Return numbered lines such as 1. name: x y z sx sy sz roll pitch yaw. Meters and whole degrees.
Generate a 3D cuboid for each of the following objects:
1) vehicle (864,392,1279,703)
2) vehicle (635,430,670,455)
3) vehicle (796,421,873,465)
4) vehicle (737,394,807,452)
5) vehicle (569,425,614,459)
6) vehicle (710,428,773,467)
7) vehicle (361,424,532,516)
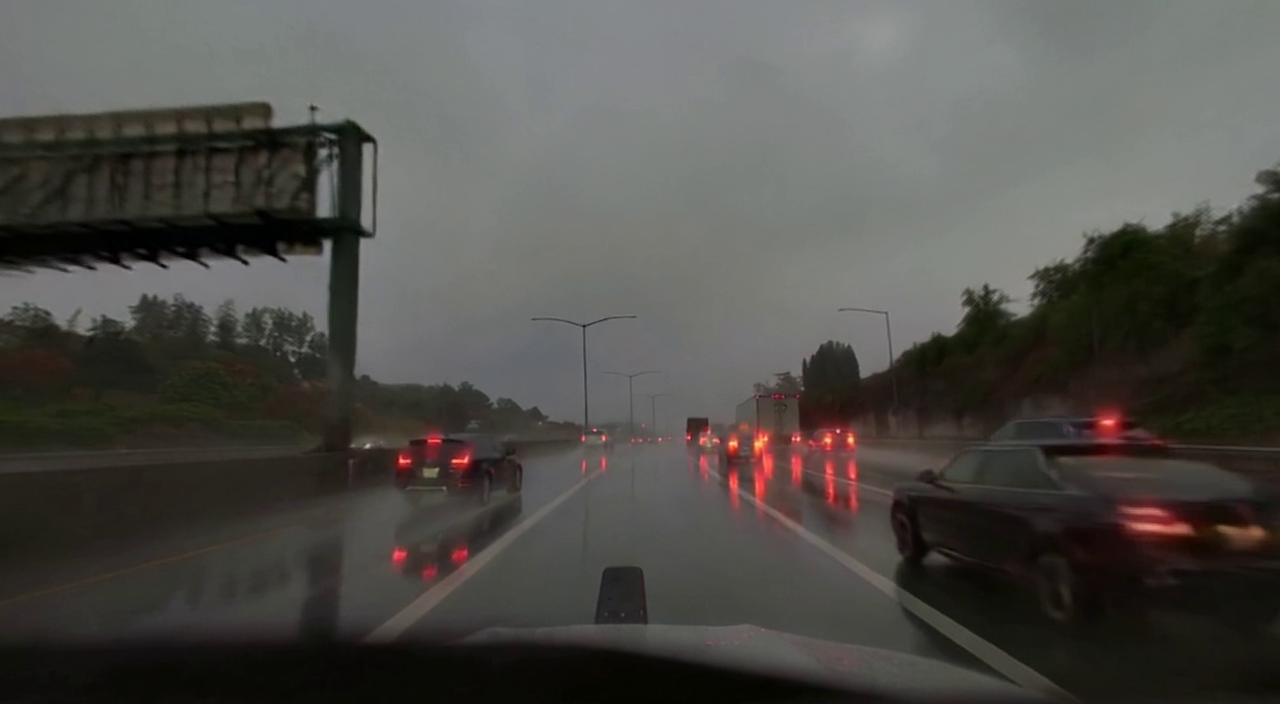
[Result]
1. vehicle: 3.461 1.217 4.915 1.933 1.492 4.125 -1 -8 1
2. vehicle: 0.755 5.614 38.994 2.040 1.461 3.984 -1 -8 1
3. vehicle: 8.553 4.078 28.196 2.072 1.761 4.461 -1 -8 1
4. vehicle: 9.673 5.627 48.224 3.007 3.725 13.835 -1 -8 3
5. vehicle: -2.613 4.967 34.824 2.006 1.741 4.277 -1 -8 2
6. vehicle: 4.241 4.069 27.002 1.933 1.503 4.520 0 -8 0
7. vehicle: -3.542 2.243 12.531 1.914 1.476 4.416 -1 -8 1
